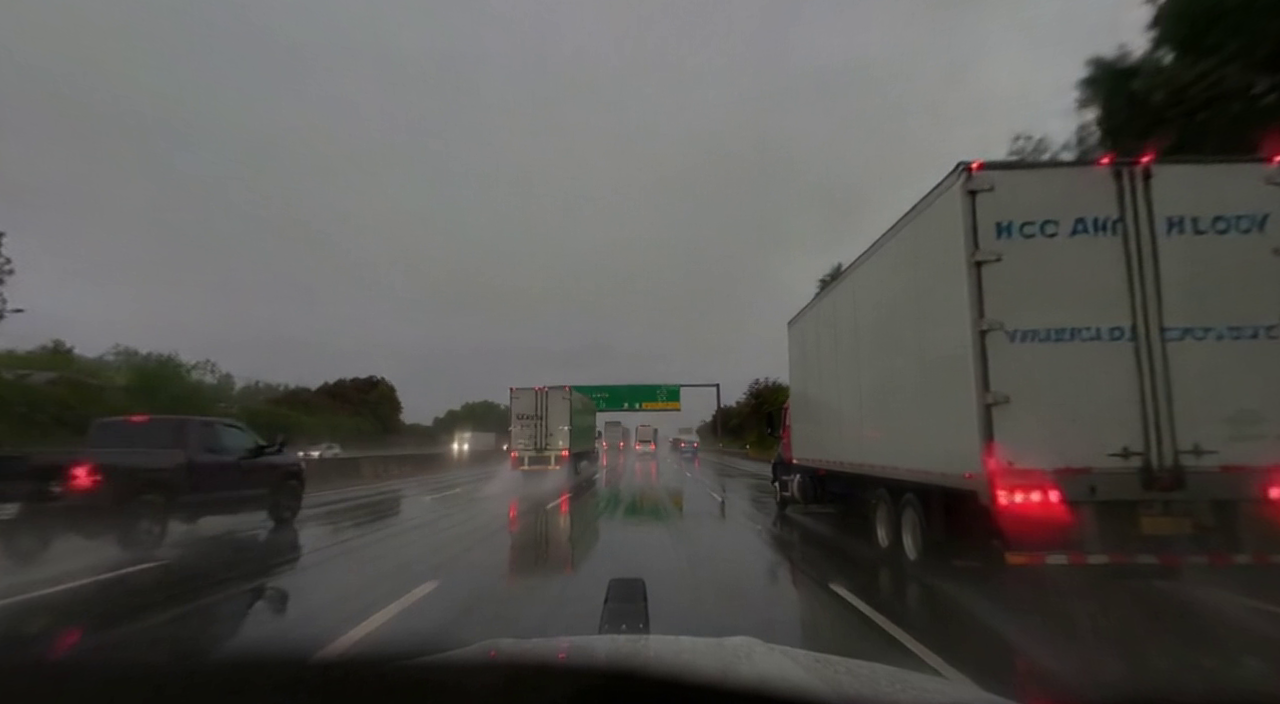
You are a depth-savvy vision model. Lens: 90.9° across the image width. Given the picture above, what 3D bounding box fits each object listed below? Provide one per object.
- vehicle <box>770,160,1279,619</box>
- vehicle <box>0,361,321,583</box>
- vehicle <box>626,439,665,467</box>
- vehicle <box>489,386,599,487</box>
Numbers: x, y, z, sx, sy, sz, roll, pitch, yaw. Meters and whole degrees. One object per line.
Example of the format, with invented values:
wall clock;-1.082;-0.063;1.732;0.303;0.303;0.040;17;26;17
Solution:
vehicle;4.034;0.752;8.552;2.895;3.484;7.631;0;-8;0
vehicle;-7.256;1.591;9.111;2.322;2.195;5.556;0;-8;0
vehicle;0.290;5.793;36.174;2.105;1.502;4.068;0;-8;0
vehicle;-3.265;3.218;23.690;2.745;3.156;7.608;0;-8;1
